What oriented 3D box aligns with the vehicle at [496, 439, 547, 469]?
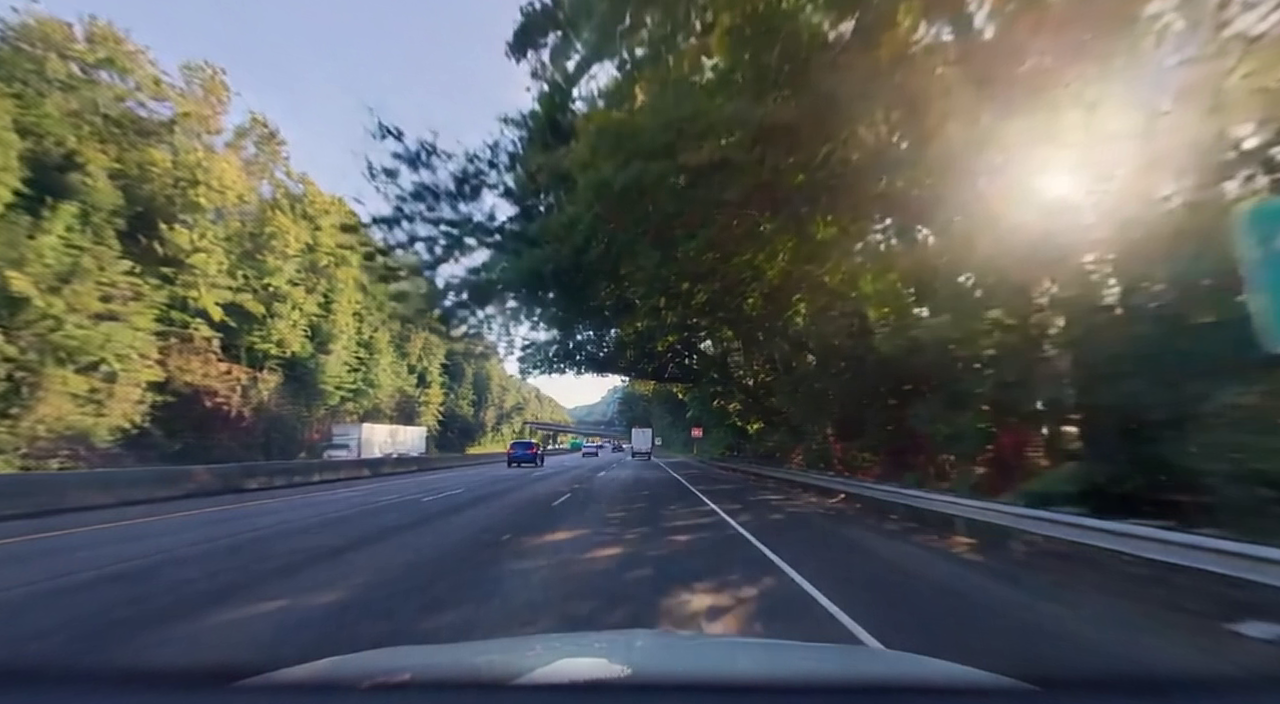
[{"bbox_3d":[-7.408,6.437,39.863,2.253,1.815,4.618,0,-9,1],"label":"vehicle"}]
